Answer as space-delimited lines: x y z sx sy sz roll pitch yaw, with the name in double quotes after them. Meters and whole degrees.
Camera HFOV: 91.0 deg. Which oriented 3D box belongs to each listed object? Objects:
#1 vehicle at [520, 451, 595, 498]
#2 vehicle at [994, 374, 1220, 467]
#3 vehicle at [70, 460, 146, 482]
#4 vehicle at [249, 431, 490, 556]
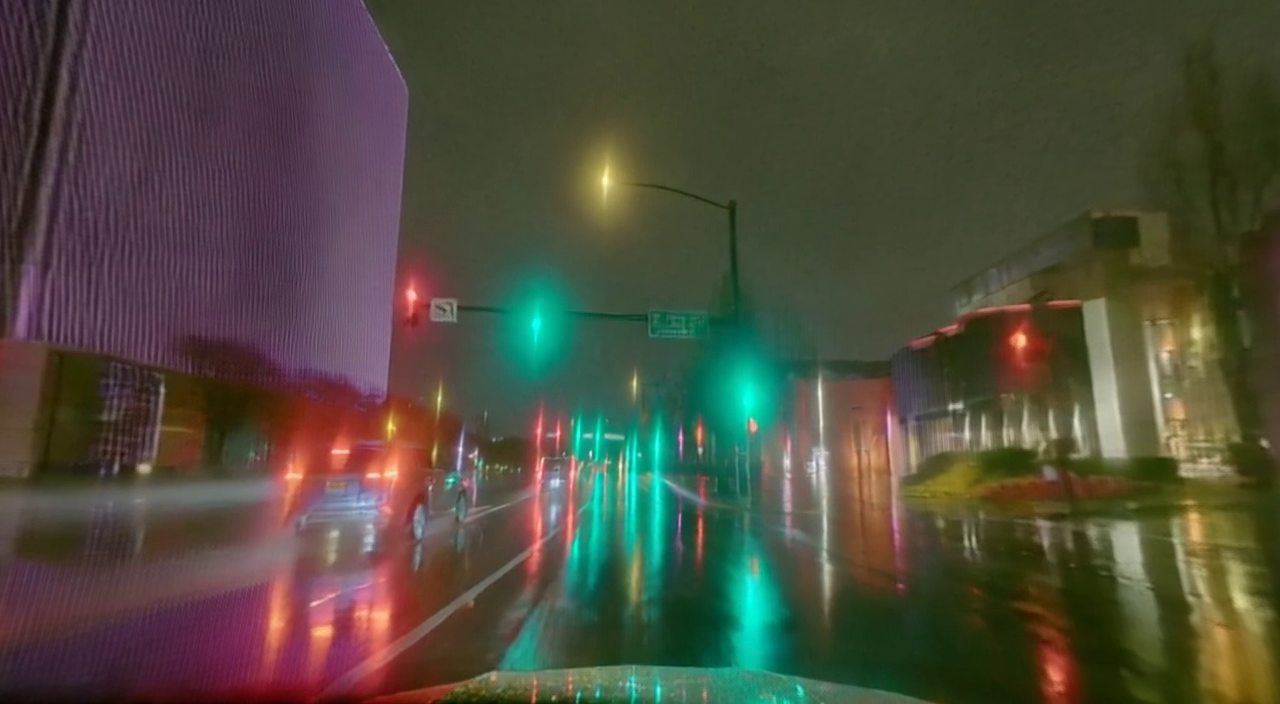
-3.497 5.307 27.815 2.384 1.849 5.009 0 -9 2 "vehicle"
15.758 2.476 21.735 4.005 2.827 4.538 2 -9 -10 "vehicle"
-38.119 8.565 45.131 3.794 1.481 1.758 -1 -11 2 "vehicle"
-4.397 2.368 11.294 2.169 1.741 4.588 0 -9 1 "vehicle"
